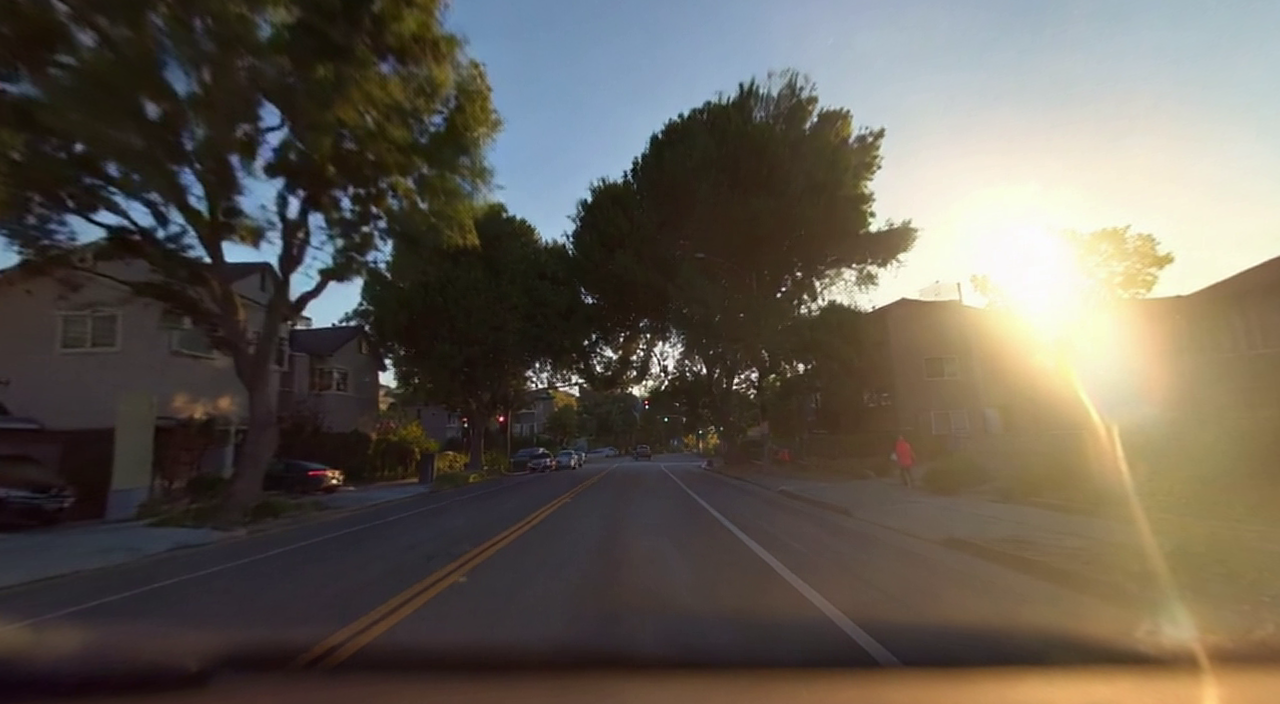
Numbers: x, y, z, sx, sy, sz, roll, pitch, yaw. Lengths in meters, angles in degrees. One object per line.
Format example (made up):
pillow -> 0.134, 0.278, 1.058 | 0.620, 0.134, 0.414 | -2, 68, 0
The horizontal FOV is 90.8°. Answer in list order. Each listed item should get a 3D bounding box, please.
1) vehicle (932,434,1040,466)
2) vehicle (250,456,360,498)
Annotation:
vehicle -> 17.253, 4.934, 31.618 | 4.161, 1.442, 2.023 | -1, -10, 0
vehicle -> -12.794, 4.769, 24.492 | 1.934, 1.389, 4.364 | 0, -9, -1
